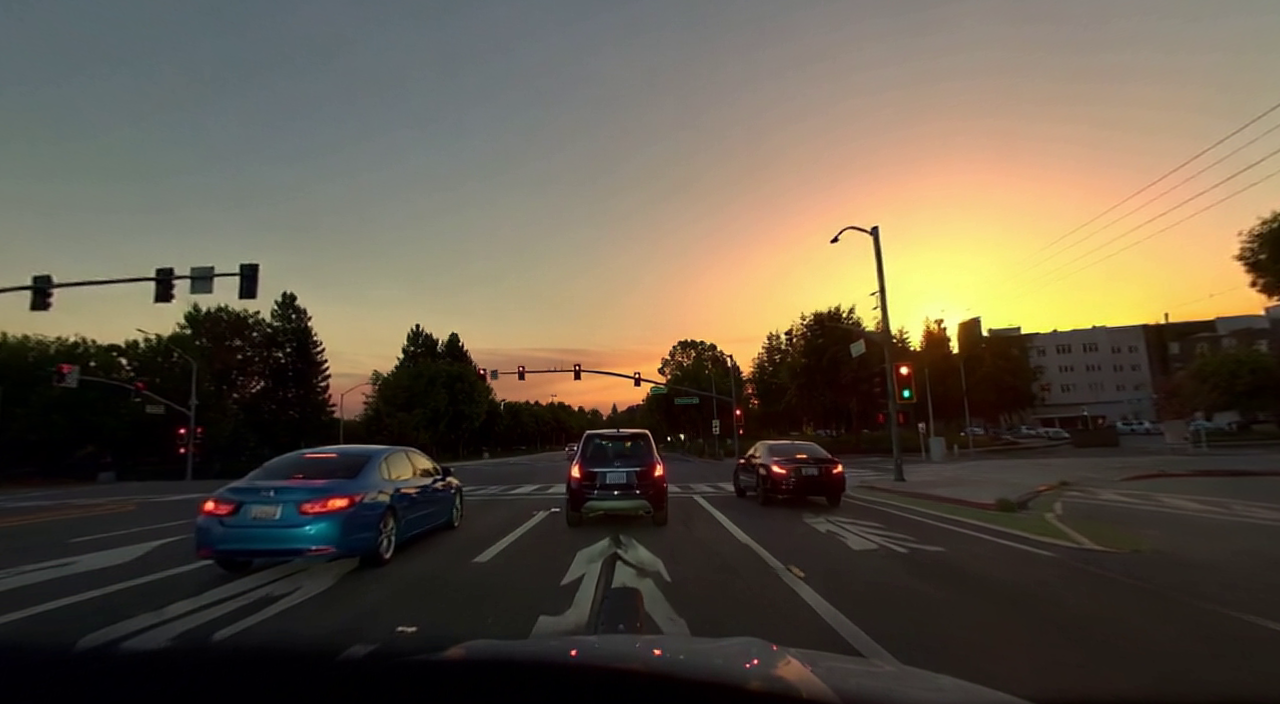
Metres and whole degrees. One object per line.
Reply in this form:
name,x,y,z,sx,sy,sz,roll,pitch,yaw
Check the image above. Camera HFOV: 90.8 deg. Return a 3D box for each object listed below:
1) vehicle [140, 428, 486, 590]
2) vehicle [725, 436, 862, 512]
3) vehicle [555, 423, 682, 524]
vehicle,-3.582,1.787,8.146,2.052,1.472,4.479,0,-8,0
vehicle,3.274,2.694,14.488,1.970,1.449,4.433,0,-8,-1
vehicle,-0.353,2.255,12.208,2.038,1.599,3.844,0,-8,0
